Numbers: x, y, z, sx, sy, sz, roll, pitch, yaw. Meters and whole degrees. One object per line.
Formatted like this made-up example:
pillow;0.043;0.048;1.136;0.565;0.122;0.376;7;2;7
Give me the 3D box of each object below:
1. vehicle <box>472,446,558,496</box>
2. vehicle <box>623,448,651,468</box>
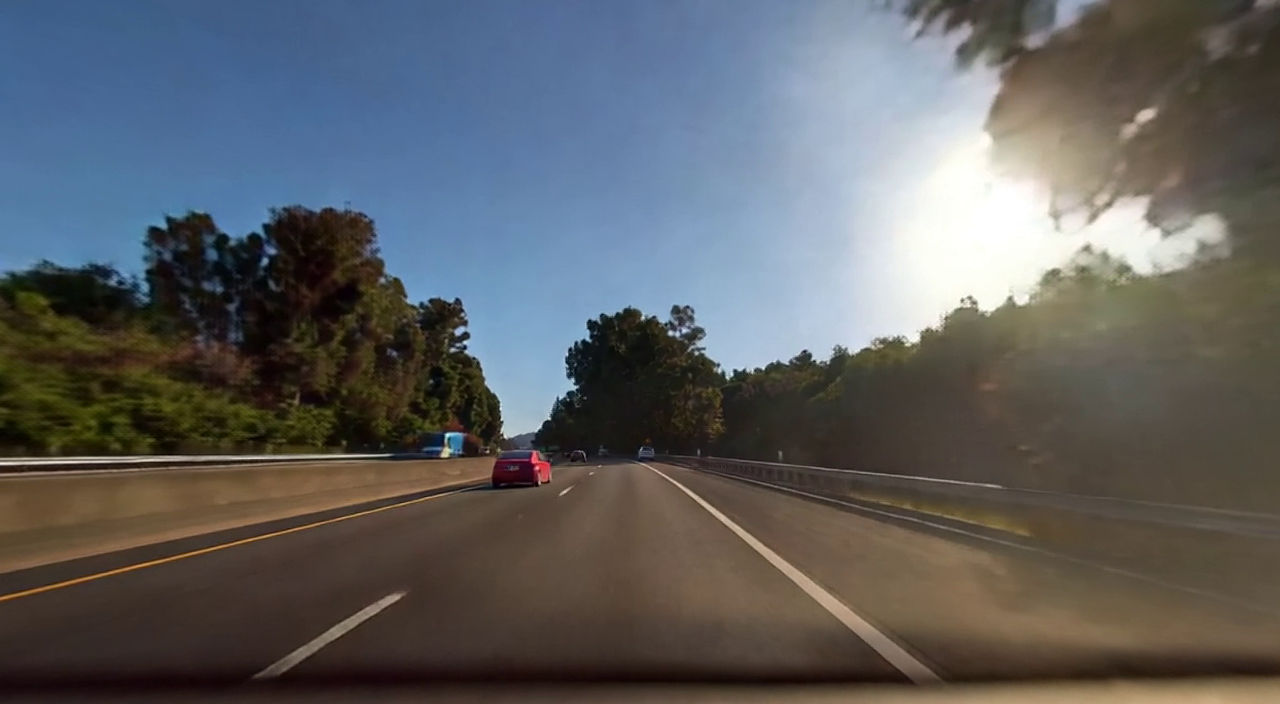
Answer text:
vehicle;-4.101;3.963;21.536;1.957;1.499;4.965;0;-9;0
vehicle;-0.277;8.193;48.895;2.031;1.483;3.417;0;-9;-2
